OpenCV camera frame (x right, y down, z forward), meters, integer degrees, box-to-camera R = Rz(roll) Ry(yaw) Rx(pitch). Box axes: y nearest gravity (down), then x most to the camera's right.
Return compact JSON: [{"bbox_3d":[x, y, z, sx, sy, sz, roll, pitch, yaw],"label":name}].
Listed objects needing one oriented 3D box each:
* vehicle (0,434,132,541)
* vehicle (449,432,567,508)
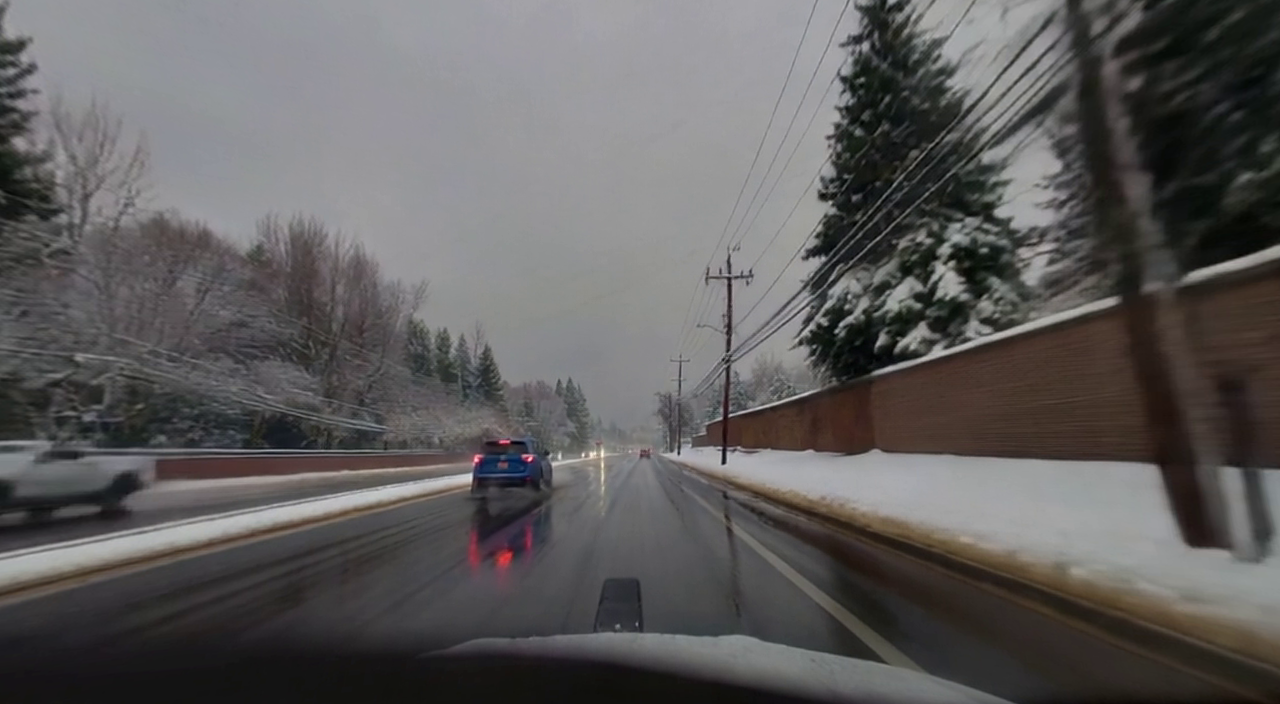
[{"bbox_3d":[-12.332,2.513,11.925,1.930,1.868,4.063,0,-8,0],"label":"vehicle"},{"bbox_3d":[-3.352,3.096,16.999,2.147,1.730,4.555,0,-9,1],"label":"vehicle"}]
